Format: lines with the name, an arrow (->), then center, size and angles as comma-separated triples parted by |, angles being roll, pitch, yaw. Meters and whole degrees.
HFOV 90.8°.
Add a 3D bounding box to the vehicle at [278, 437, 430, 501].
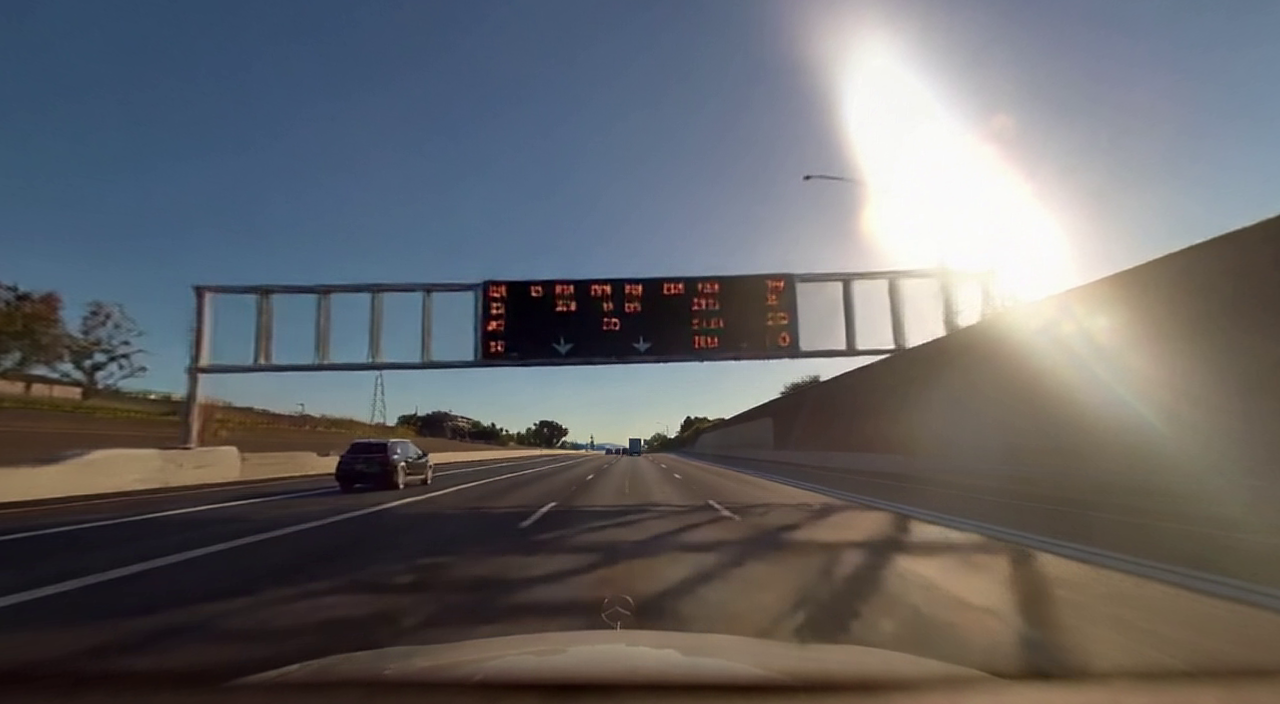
vehicle -> -7.761, 3.199, 17.830 | 2.005, 1.545, 4.874 | 0, -8, 0
